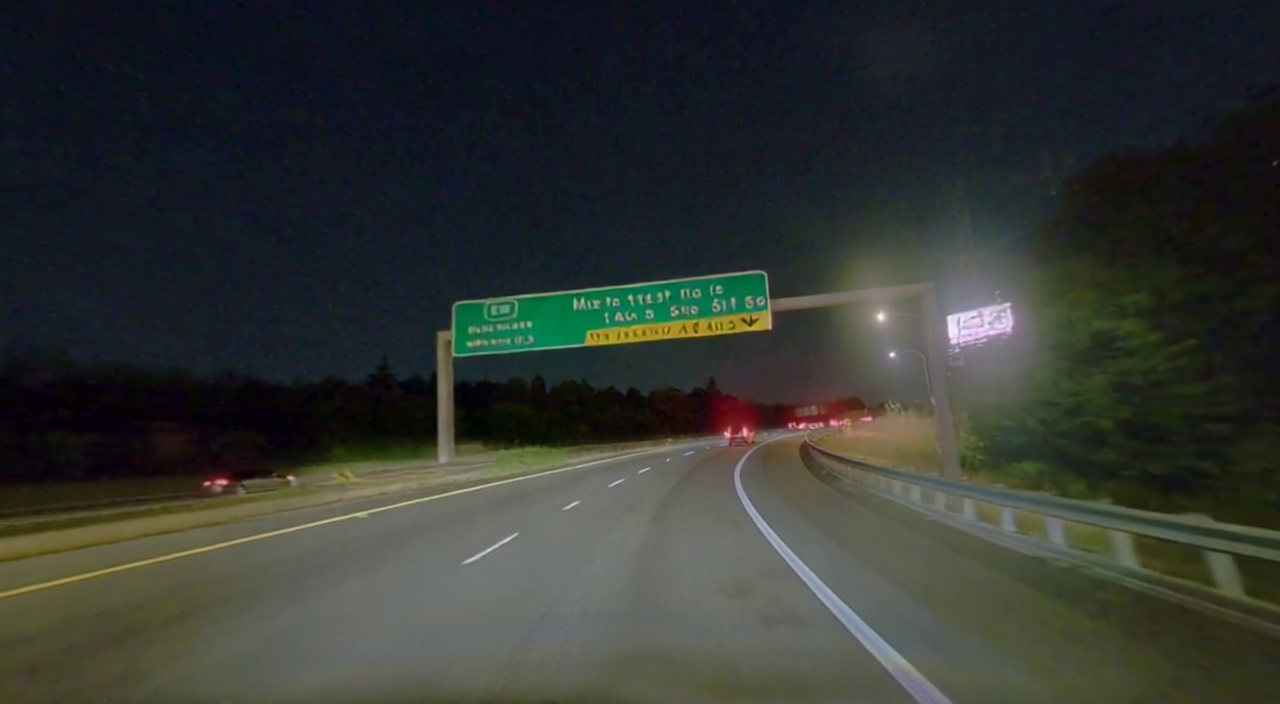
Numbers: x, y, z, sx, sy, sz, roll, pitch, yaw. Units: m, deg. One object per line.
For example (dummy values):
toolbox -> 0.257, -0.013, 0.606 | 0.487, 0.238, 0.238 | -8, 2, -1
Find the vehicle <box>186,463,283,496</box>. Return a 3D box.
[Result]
vehicle -> -24.936, 7.794, 38.733 | 2.145, 1.717, 4.448 | -6, -10, 33
